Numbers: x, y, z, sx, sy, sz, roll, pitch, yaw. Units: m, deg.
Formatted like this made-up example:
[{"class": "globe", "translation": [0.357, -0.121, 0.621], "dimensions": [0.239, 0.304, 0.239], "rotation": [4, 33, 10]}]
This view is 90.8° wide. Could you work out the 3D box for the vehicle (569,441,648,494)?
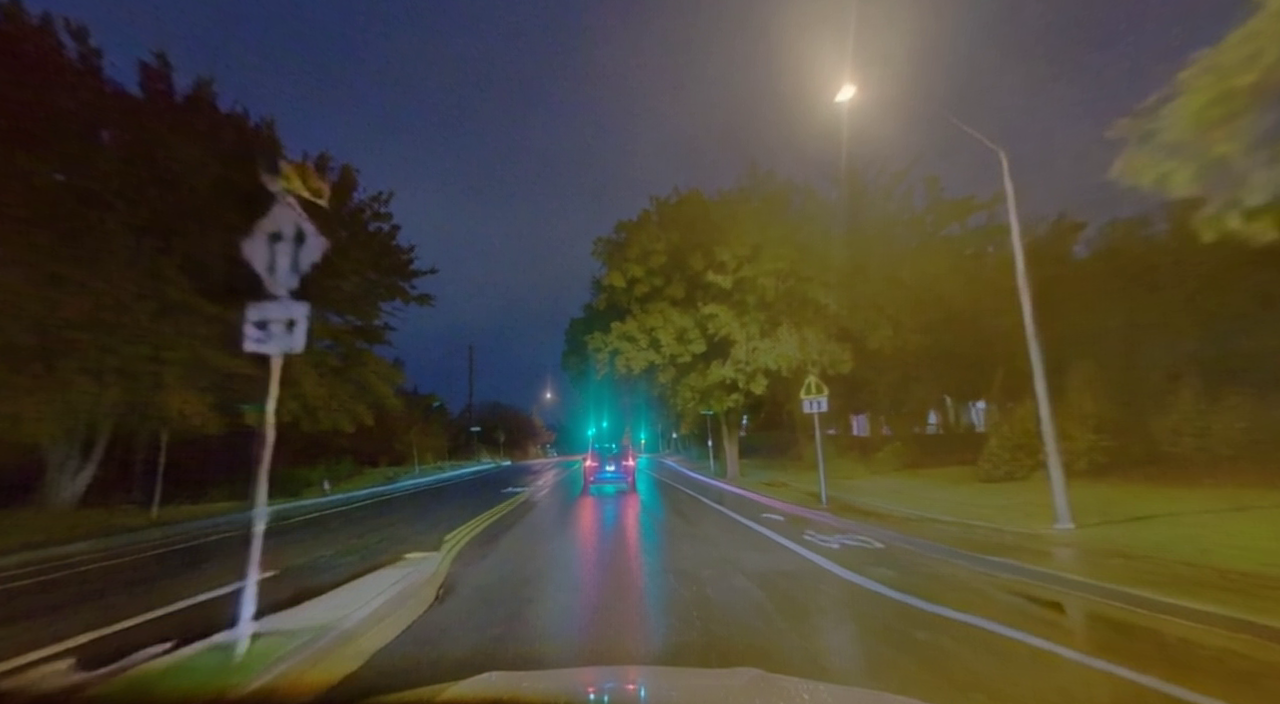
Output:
[{"class": "vehicle", "translation": [-0.996, 3.696, 20.650], "dimensions": [2.295, 1.510, 4.364], "rotation": [0, -9, -2]}]
